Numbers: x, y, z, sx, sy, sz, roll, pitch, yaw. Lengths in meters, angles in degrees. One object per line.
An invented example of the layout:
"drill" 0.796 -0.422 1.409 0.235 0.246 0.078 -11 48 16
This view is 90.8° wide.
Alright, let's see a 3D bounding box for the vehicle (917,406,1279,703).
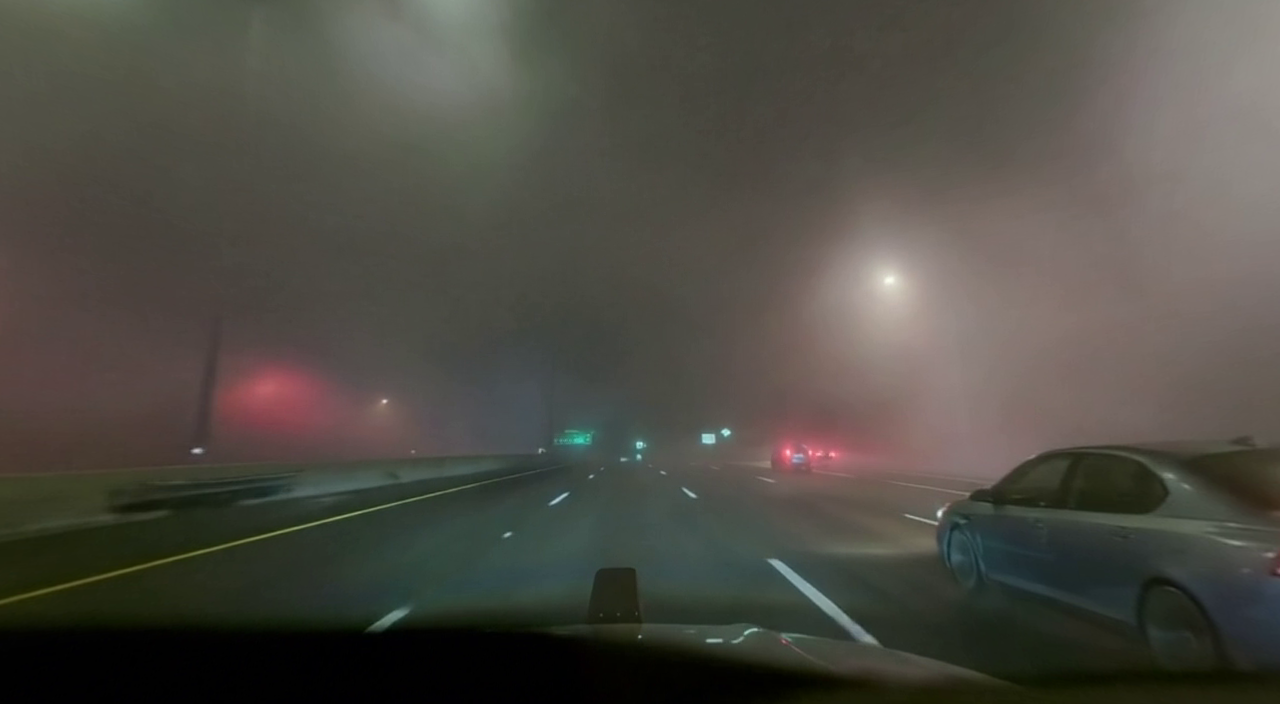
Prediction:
"vehicle" 3.838 1.116 3.636 2.217 1.477 4.817 0 -9 -1
